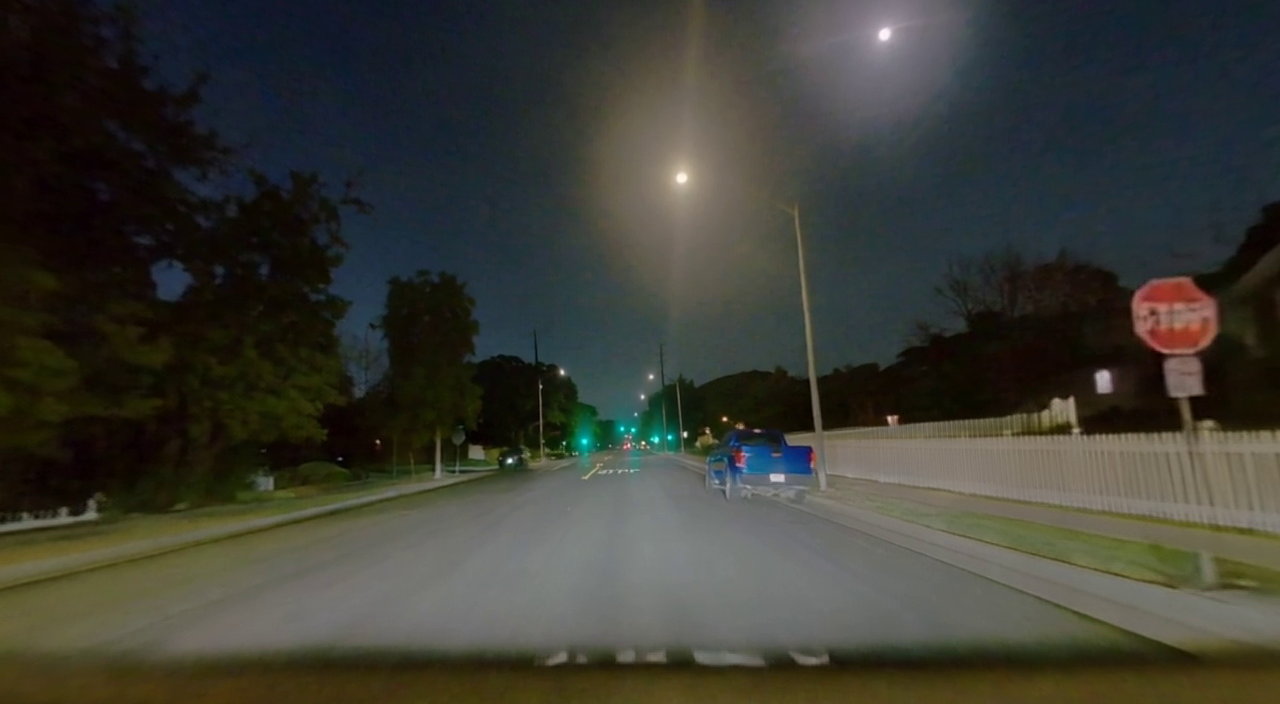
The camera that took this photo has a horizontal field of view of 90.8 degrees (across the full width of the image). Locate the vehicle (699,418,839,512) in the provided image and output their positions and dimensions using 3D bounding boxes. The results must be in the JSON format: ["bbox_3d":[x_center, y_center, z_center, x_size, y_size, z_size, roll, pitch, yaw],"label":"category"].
[{"bbox_3d":[2.703,2.528,14.559,2.126,1.795,4.751,0,-9,-1],"label":"vehicle"}]
